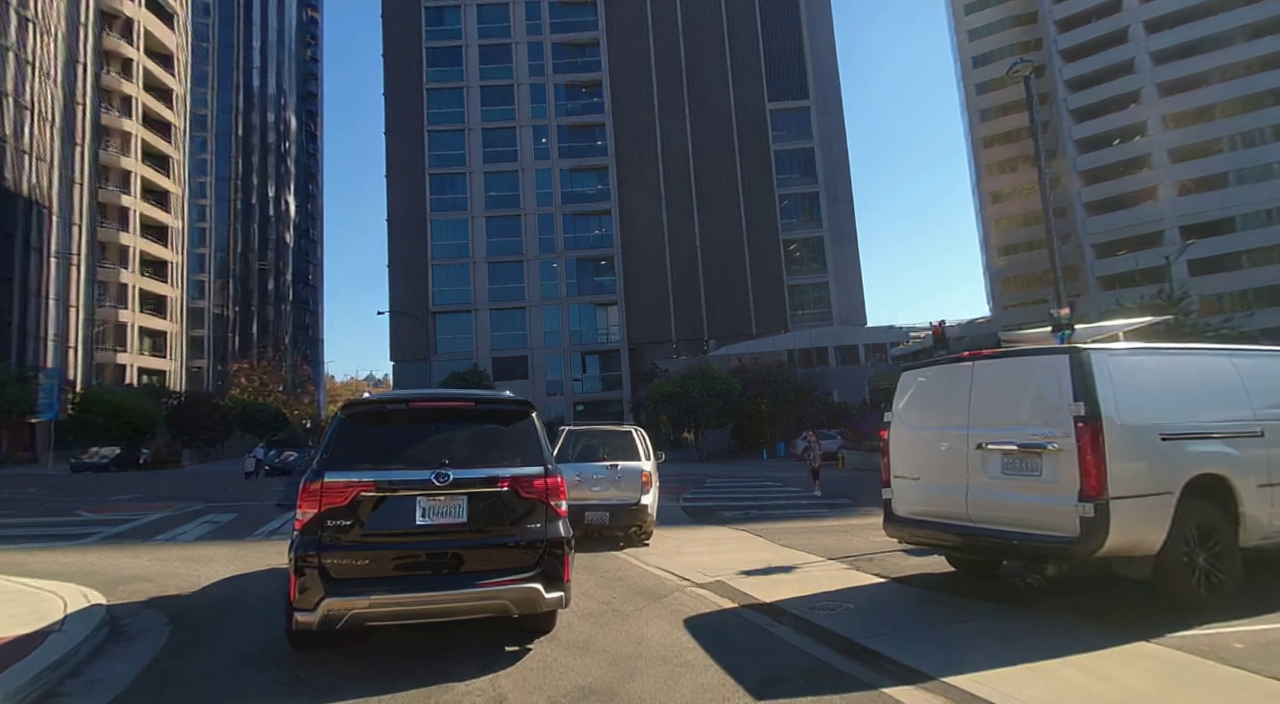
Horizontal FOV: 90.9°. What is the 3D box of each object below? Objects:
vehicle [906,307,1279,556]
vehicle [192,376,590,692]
[{"bbox_3d":[7.537,1.025,8.215,6.932,2.753,2.446,0,-9,1],"label":"vehicle"},{"bbox_3d":[-1.641,1.318,5.714,2.144,1.733,4.115,1,-9,-7],"label":"vehicle"}]
